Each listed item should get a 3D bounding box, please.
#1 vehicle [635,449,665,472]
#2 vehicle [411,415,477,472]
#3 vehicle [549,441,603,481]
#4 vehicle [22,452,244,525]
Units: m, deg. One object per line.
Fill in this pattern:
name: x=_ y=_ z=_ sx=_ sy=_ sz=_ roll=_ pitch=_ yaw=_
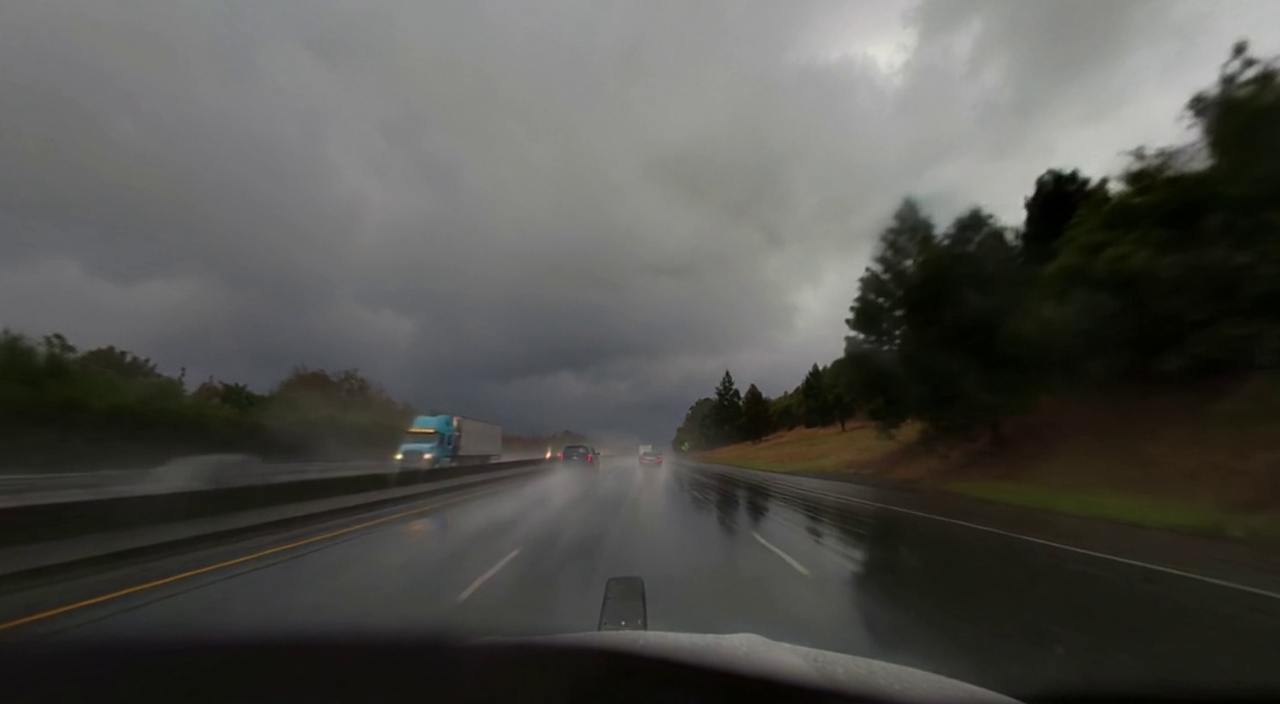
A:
vehicle: x=0.693 y=7.826 z=45.604 sx=2.036 sy=1.519 sz=4.225 roll=0 pitch=-9 yaw=0
vehicle: x=-14.870 y=7.021 z=48.332 sx=2.994 sy=4.041 sz=5.835 roll=0 pitch=-9 yaw=0
vehicle: x=-3.055 y=5.309 z=30.880 sx=2.143 sy=1.770 sz=4.283 roll=0 pitch=-9 yaw=1
vehicle: x=-11.526 y=3.084 z=14.780 sx=1.817 sy=1.439 sz=4.056 roll=0 pitch=-9 yaw=0
